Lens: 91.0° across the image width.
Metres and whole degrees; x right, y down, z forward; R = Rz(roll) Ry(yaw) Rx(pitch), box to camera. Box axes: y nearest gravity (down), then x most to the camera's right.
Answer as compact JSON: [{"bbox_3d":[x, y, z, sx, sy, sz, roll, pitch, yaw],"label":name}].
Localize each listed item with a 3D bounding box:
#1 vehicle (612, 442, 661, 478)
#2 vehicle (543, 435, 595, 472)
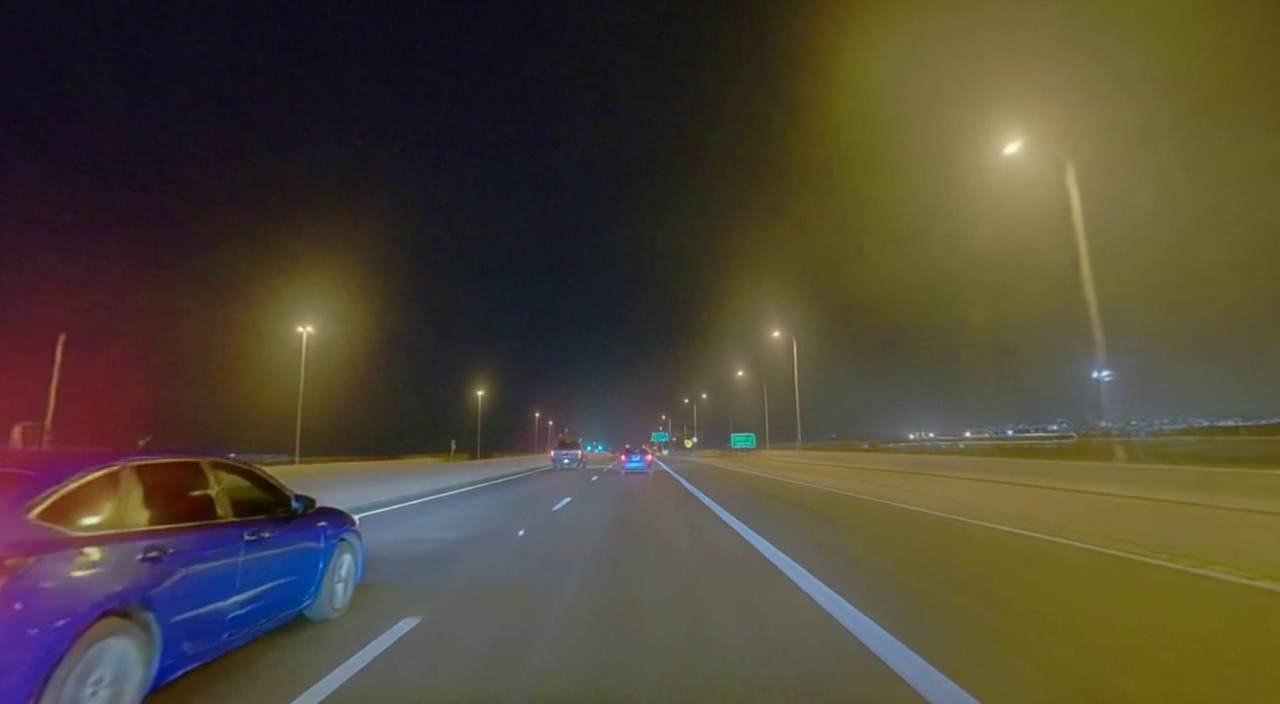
[{"bbox_3d":[-0.129,4.955,29.116,2.086,1.548,4.325,0,-9,0],"label":"vehicle"},{"bbox_3d":[-3.848,5.609,35.048,2.264,1.901,4.647,0,-9,1],"label":"vehicle"}]
